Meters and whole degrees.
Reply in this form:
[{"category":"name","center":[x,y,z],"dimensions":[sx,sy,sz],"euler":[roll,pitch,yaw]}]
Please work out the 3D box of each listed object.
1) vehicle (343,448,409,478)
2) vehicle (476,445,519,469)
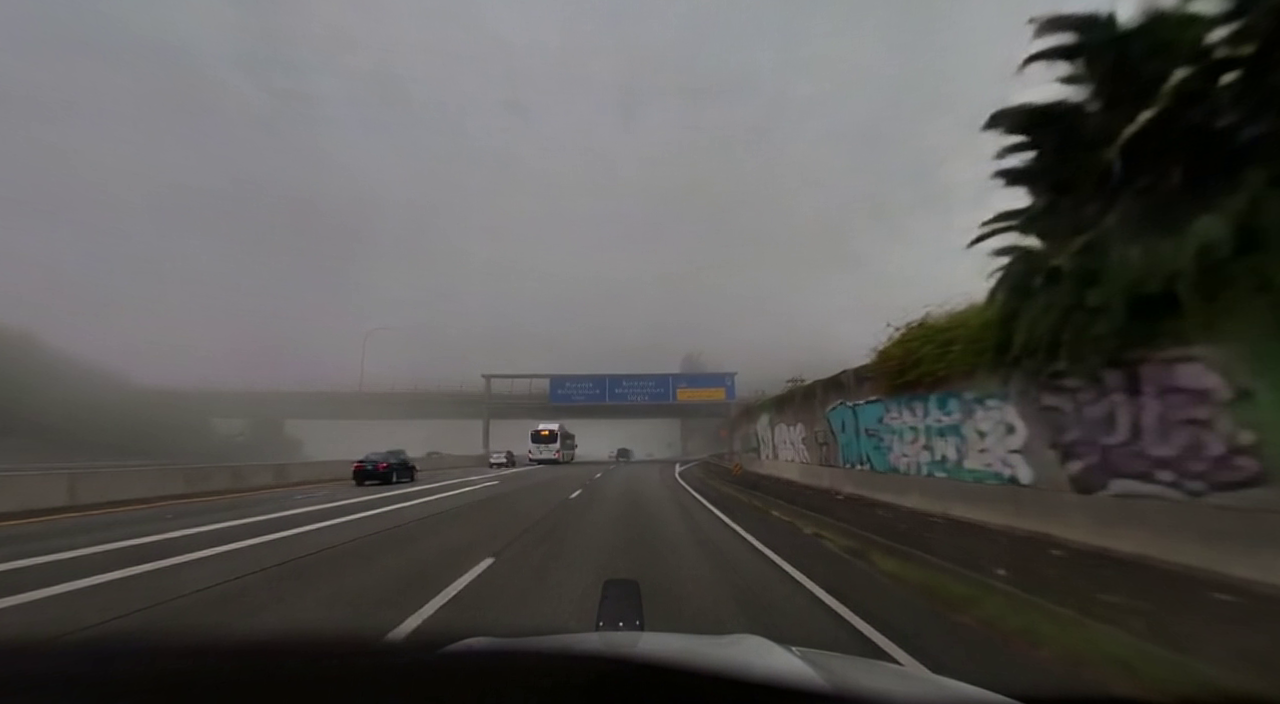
[{"category":"vehicle","center":[-14.146,5.928,34.030],"dimensions":[1.878,1.470,3.825],"euler":[0,-9,0]},{"category":"vehicle","center":[-9.998,7.382,44.563],"dimensions":[1.979,1.600,4.516],"euler":[0,-9,1]}]
